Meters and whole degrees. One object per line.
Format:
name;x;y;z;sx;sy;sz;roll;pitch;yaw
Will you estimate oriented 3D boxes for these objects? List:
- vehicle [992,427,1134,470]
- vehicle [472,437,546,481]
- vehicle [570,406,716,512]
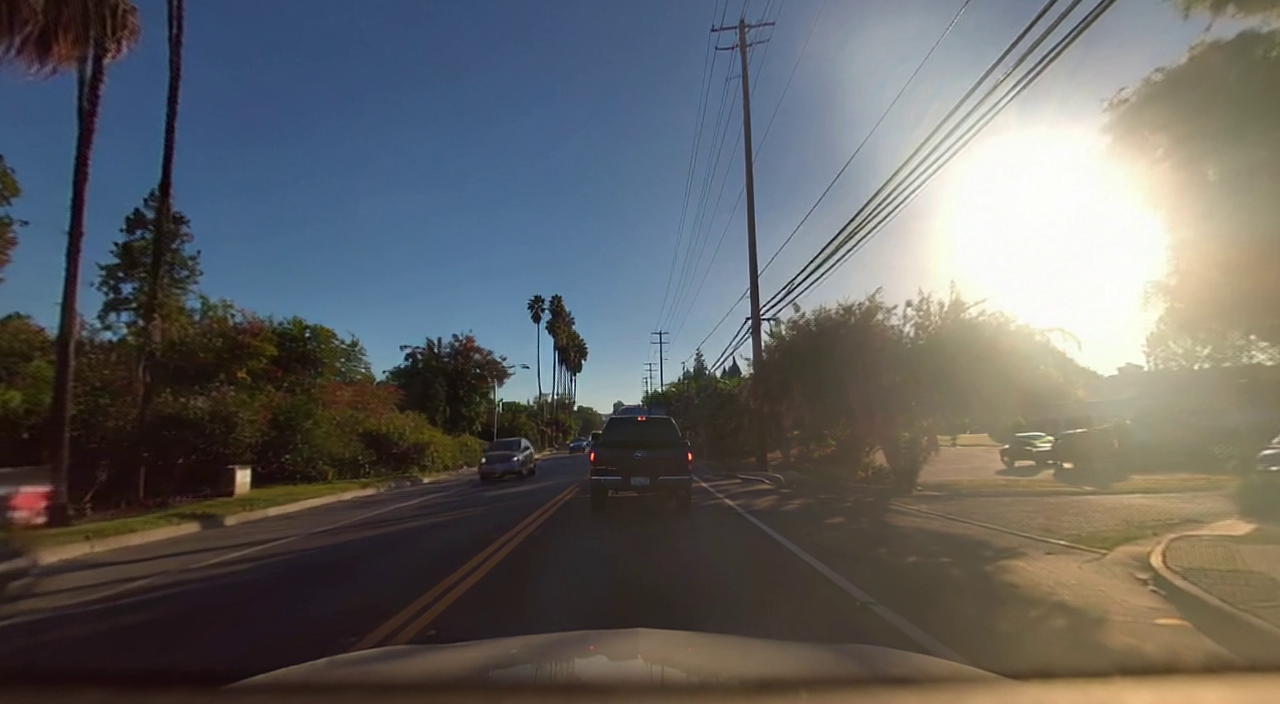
vehicle;20.331;4.712;30.873;2.277;1.836;6.267;0;-9;-4
vehicle;-5.217;4.321;25.869;2.159;1.627;4.505;0;-8;-1
vehicle;0.021;2.536;15.386;2.848;2.047;5.885;0;-8;-1
